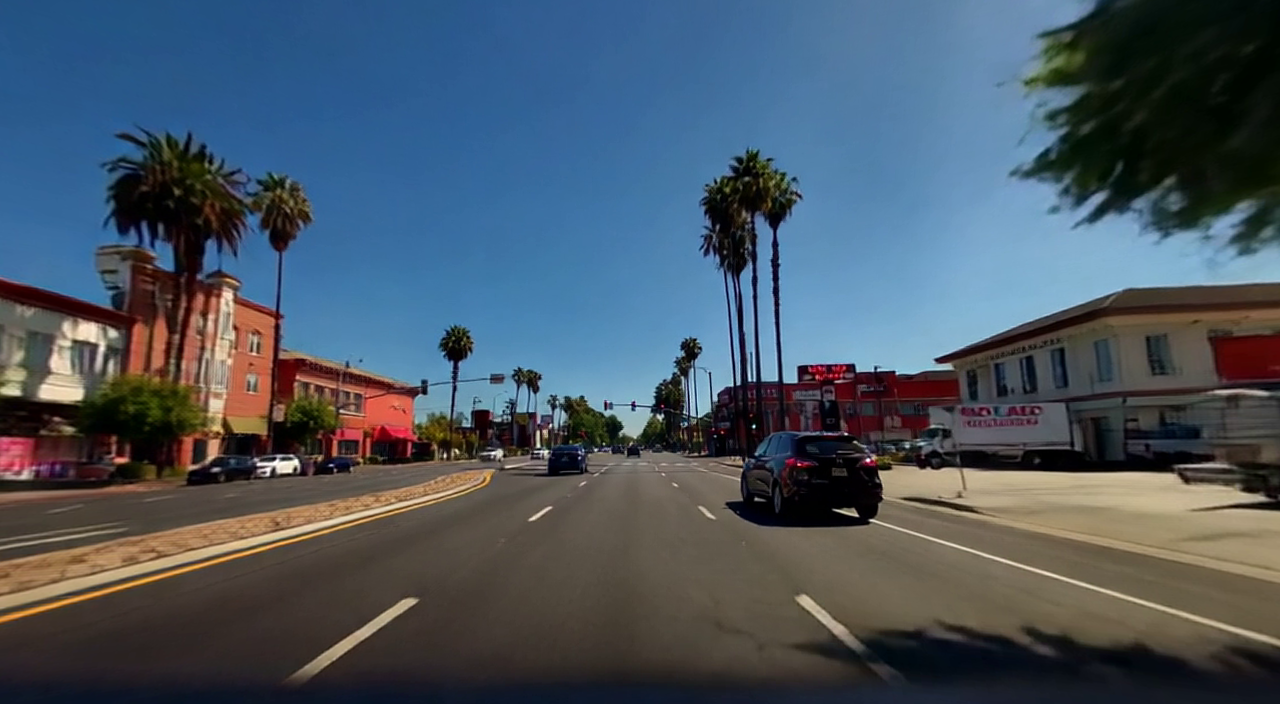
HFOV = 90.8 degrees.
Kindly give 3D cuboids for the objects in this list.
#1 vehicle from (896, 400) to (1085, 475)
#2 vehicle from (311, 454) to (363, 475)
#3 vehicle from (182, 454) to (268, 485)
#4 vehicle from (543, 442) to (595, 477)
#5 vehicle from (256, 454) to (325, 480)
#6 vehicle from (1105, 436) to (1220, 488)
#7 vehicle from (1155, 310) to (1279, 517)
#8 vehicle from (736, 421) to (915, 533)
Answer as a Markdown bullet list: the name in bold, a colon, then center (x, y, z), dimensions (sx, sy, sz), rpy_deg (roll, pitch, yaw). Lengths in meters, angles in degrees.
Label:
- **vehicle**: center (15.561, 3.881, 28.523), dimensions (6.704, 3.194, 2.704), rpy_deg (-1, -9, 5)
- **vehicle**: center (-22.975, 8.539, 48.052), dimensions (1.752, 1.430, 4.078), rpy_deg (-1, -9, 2)
- **vehicle**: center (-22.757, 6.440, 34.819), dimensions (2.045, 1.536, 3.911), rpy_deg (0, -9, 1)
- **vehicle**: center (-3.282, 5.049, 29.864), dimensions (2.034, 1.498, 3.995), rpy_deg (0, -9, -1)
- **vehicle**: center (-22.920, 7.549, 41.674), dimensions (1.997, 1.434, 4.569), rpy_deg (-2, -9, -1)
- **vehicle**: center (20.147, 4.160, 24.326), dimensions (4.416, 1.692, 1.980), rpy_deg (3, -8, -32)
- **vehicle**: center (14.385, 1.202, 11.796), dimensions (7.195, 3.468, 2.597), rpy_deg (0, -9, -3)
- **vehicle**: center (3.221, 2.262, 12.007), dimensions (1.982, 1.711, 4.276), rpy_deg (0, -9, -2)
